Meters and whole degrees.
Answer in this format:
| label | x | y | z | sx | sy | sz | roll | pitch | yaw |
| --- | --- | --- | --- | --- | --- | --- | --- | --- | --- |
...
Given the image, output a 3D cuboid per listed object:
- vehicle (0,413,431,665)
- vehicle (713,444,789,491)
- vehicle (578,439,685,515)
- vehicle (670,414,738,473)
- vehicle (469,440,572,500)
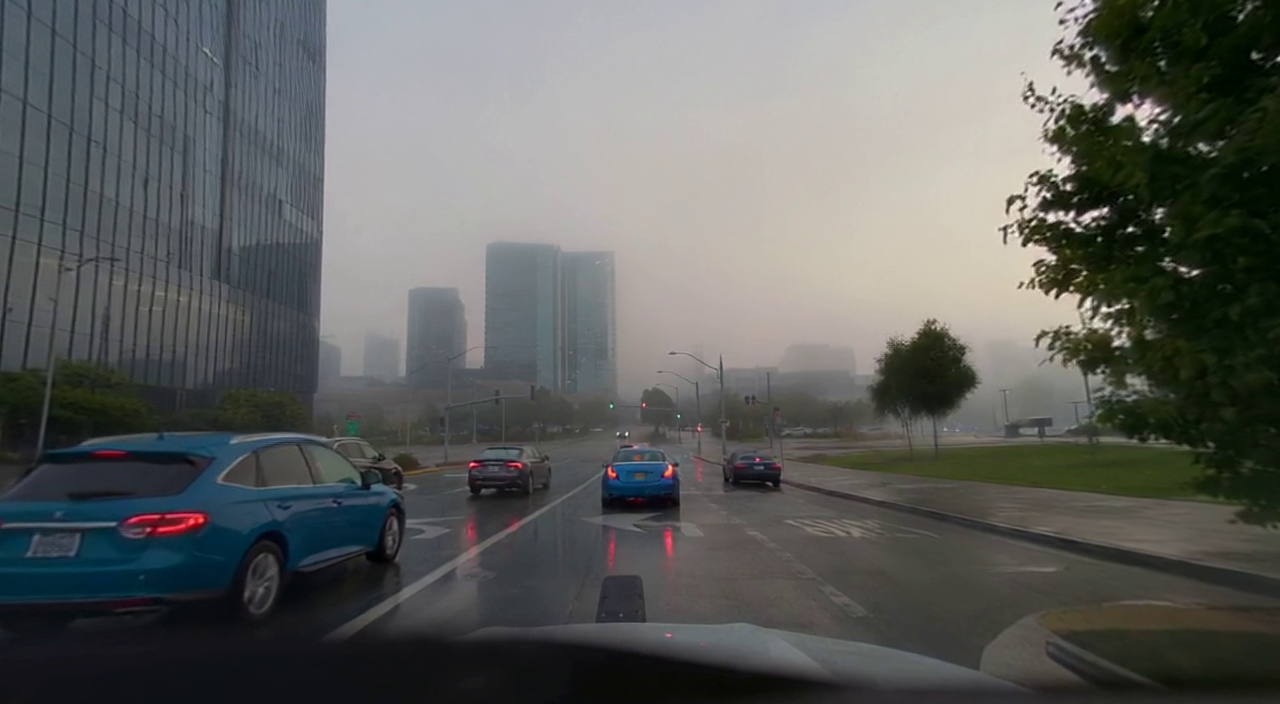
| label | x | y | z | sx | sy | sz | roll | pitch | yaw |
| --- | --- | --- | --- | --- | --- | --- | --- | --- | --- |
| vehicle | -3.665 | 1.460 | 6.009 | 1.933 | 1.520 | 4.195 | 0 | -9 | -1 |
| vehicle | 3.887 | 4.110 | 22.819 | 1.940 | 1.514 | 4.187 | 0 | -9 | -1 |
| vehicle | -0.133 | 2.869 | 14.988 | 2.174 | 1.509 | 4.374 | 0 | -9 | 1 |
| vehicle | 3.925 | 6.151 | 42.066 | 3.074 | 3.316 | 12.953 | 0 | -9 | 0 |
| vehicle | -3.335 | 3.402 | 18.618 | 2.044 | 1.508 | 4.479 | 0 | -9 | 2 |
